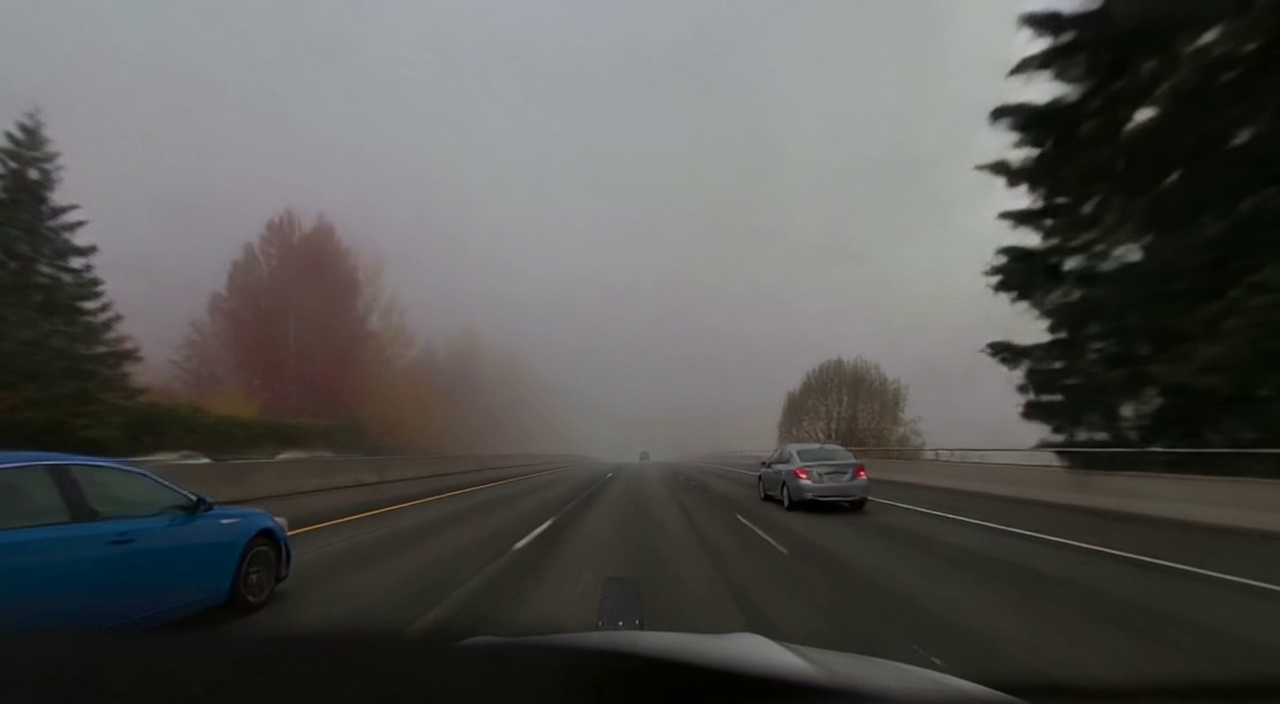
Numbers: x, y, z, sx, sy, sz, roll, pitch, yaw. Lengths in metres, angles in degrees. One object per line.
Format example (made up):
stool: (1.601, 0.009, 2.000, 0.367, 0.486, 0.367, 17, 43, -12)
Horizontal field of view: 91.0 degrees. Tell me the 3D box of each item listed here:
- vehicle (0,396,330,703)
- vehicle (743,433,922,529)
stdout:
vehicle: (-3.944, 1.103, 3.664, 2.010, 1.550, 4.376, 0, -9, 0)
vehicle: (3.600, 2.517, 12.911, 2.146, 1.573, 4.661, 0, -9, -1)
